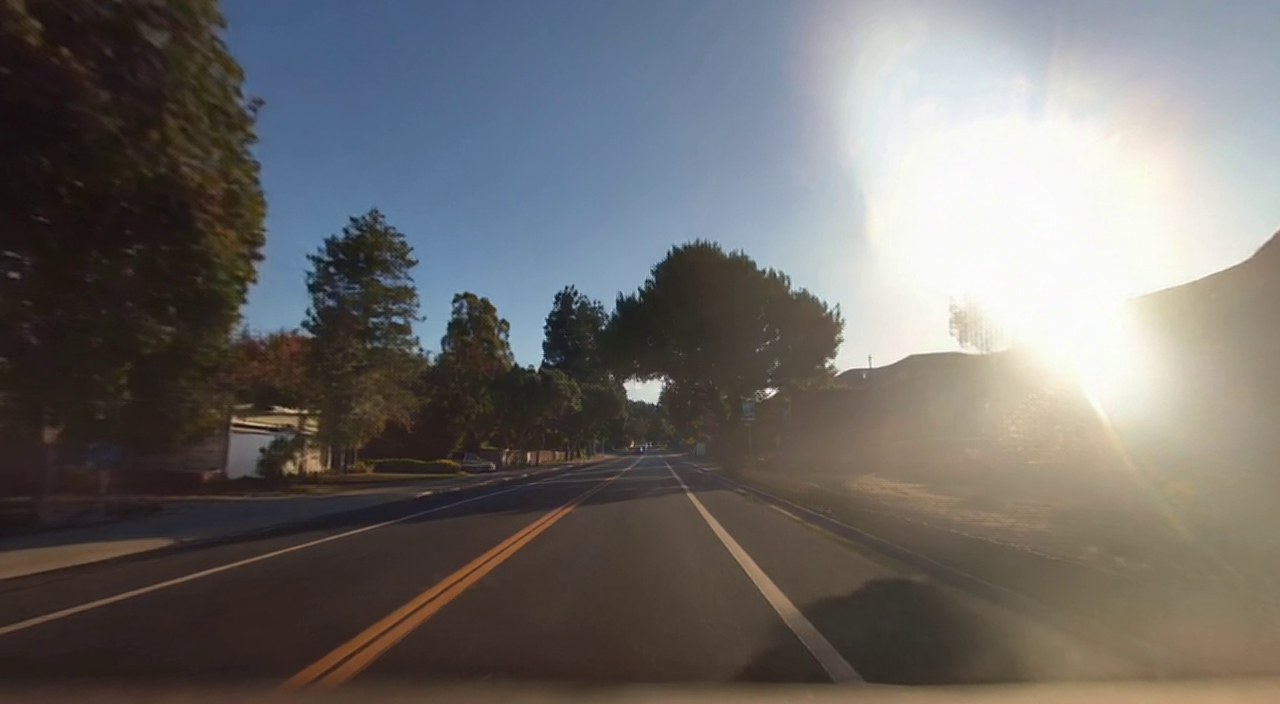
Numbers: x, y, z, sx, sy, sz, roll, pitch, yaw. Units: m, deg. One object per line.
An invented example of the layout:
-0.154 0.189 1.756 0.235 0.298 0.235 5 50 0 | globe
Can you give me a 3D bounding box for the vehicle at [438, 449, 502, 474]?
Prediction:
-12.923 8.320 48.027 4.310 1.723 1.915 -2 -7 14 | vehicle
